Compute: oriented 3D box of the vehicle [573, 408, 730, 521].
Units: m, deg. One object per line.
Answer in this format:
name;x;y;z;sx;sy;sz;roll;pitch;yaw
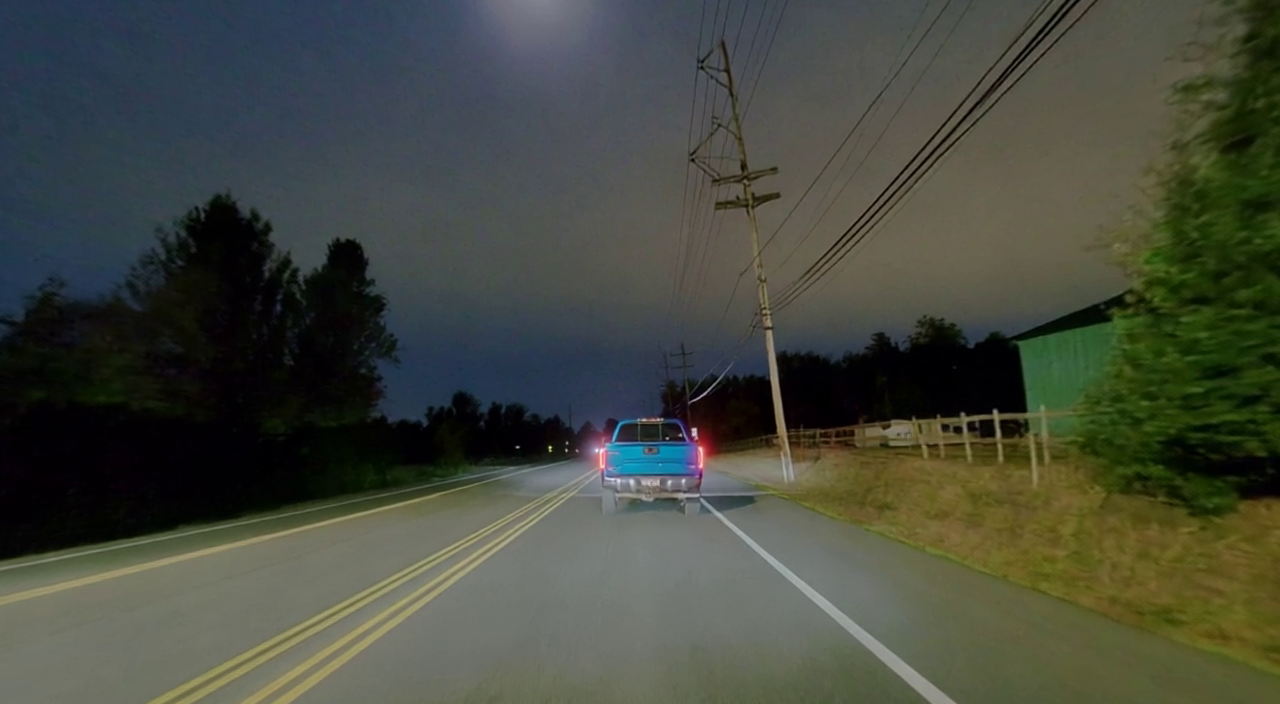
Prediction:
vehicle;0.184;2.412;14.149;2.693;1.941;6.356;0;-8;0
